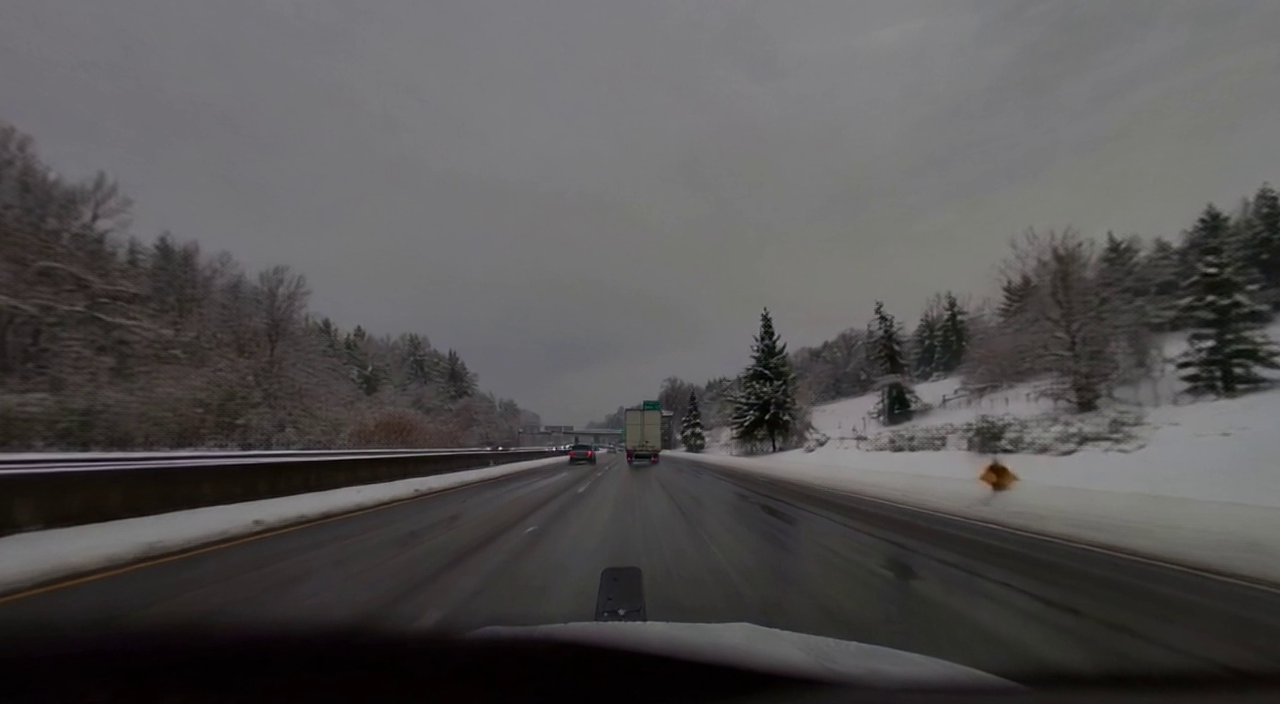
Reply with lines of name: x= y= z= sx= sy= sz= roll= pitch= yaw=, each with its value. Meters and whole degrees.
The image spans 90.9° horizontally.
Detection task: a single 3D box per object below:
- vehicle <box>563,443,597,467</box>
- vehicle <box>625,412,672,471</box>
vehicle: x=-4.387 y=7.582 z=46.433 sx=2.079 sy=1.656 sz=3.965 roll=0 pitch=-9 yaw=0
vehicle: x=0.446 y=6.226 z=43.690 sx=2.893 sy=3.628 sz=9.081 roll=0 pitch=-9 yaw=-1
